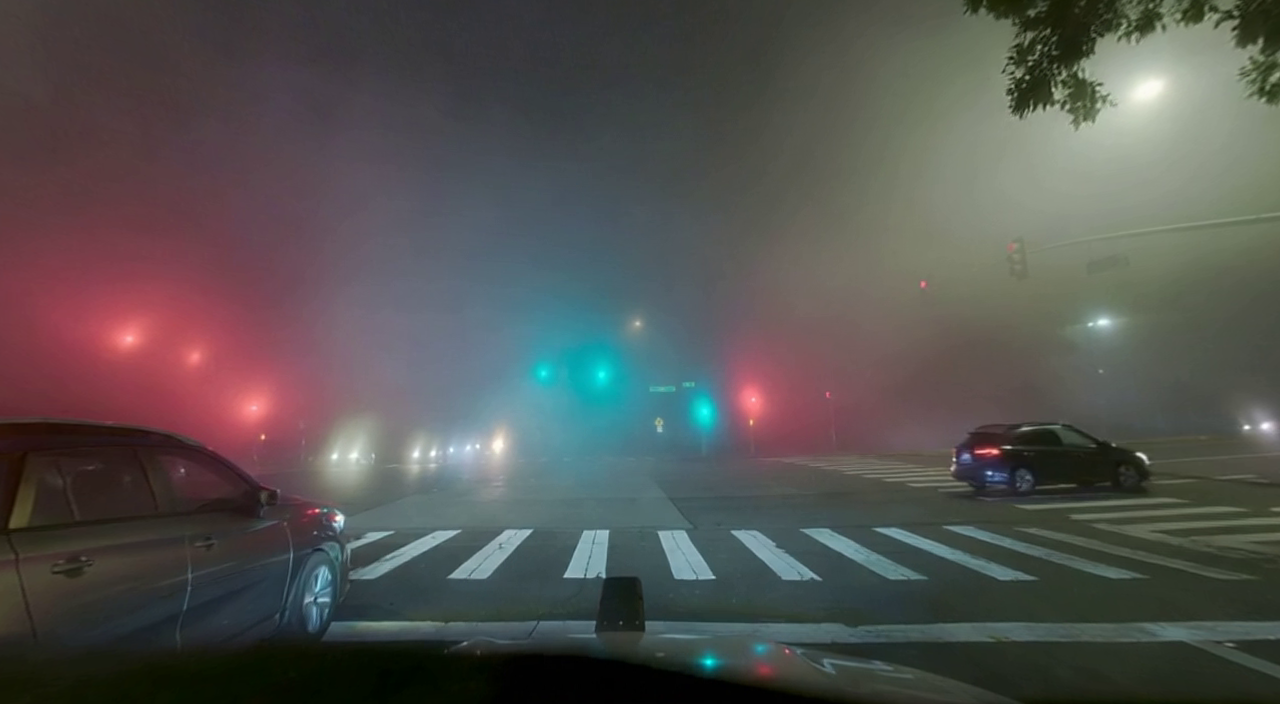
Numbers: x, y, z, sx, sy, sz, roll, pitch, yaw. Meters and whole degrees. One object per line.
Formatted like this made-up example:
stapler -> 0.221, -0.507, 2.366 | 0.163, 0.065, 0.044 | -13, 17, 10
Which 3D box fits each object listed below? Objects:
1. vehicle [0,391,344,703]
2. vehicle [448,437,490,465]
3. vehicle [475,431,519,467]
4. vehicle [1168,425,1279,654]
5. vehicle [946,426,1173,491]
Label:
vehicle -> -3.073, 0.890, 2.164 | 1.919, 1.478, 4.720 | 0, -8, -1
vehicle -> -12.804, 7.415, 47.518 | 2.051, 1.715, 4.346 | -3, -6, -1
vehicle -> -7.956, 5.436, 35.435 | 2.109, 1.871, 4.778 | 1, -8, -10
vehicle -> 4.939, 0.983, 2.568 | 1.949, 1.449, 4.530 | -1, -8, 5
vehicle -> 10.816, 2.776, 16.715 | 4.536, 1.557, 1.875 | -2, -7, 14
